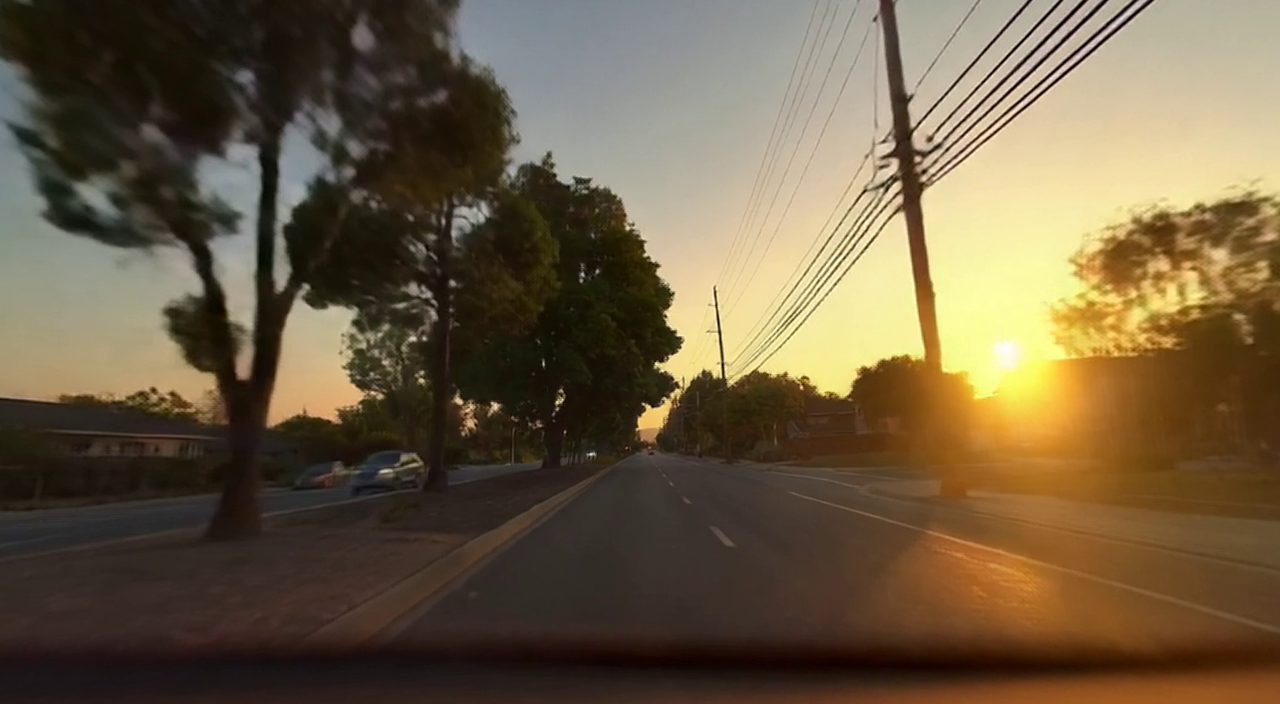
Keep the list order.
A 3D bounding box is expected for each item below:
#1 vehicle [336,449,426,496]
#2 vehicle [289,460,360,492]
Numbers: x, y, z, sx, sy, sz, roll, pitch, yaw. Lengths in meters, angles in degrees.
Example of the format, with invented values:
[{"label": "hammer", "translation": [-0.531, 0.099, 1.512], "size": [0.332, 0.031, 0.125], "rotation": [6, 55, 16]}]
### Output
[{"label": "vehicle", "translation": [-10.376, 4.825, 25.693], "size": [1.933, 1.709, 4.063], "rotation": [0, -9, 0]}, {"label": "vehicle", "translation": [-19.036, 7.451, 38.356], "size": [1.955, 1.584, 4.664], "rotation": [-4, -9, -1]}]
